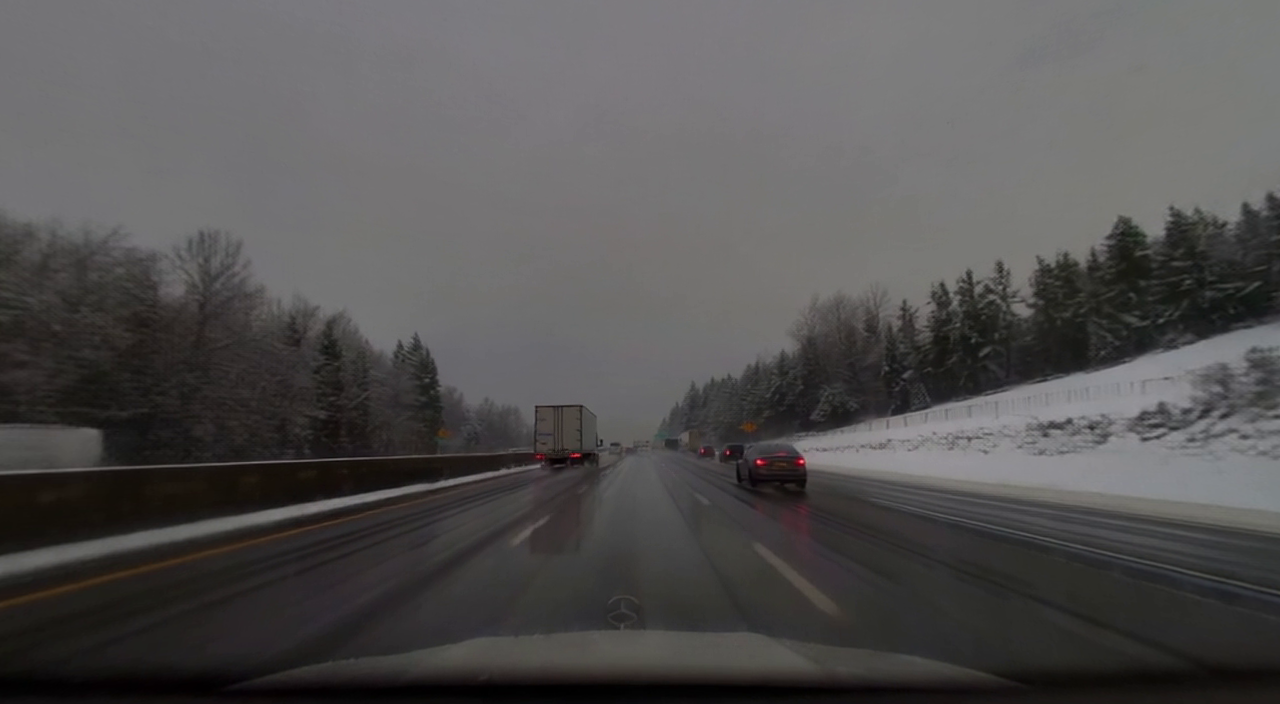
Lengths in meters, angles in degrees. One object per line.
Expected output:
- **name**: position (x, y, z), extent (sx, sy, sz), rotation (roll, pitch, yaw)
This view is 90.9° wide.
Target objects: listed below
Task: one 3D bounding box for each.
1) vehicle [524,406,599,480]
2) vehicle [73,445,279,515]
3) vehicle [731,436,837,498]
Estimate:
- **vehicle**: position (-3.607, 4.473, 30.771), extent (2.667, 3.195, 6.731), rotation (0, -9, 1)
- **vehicle**: position (-11.057, 3.045, 15.471), extent (1.924, 1.478, 3.996), rotation (0, -9, 1)
- **vehicle**: position (3.928, 3.219, 17.917), extent (1.983, 1.545, 4.038), rotation (0, -9, -1)
